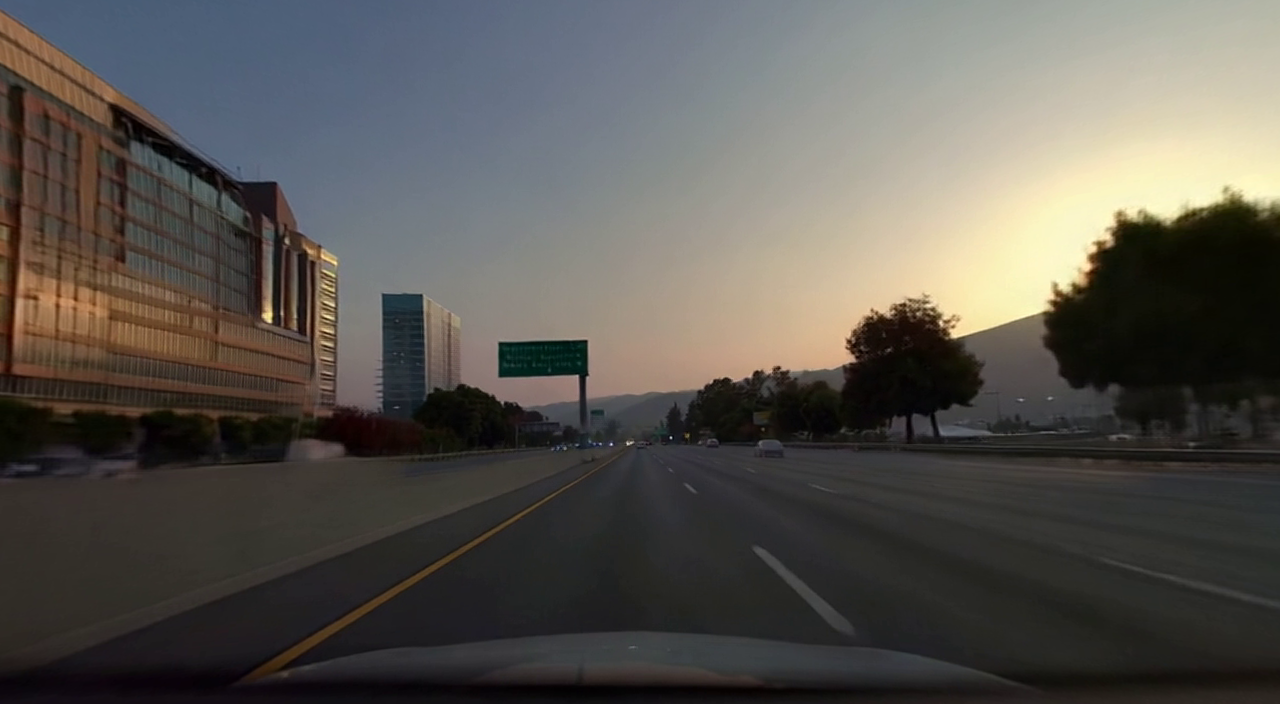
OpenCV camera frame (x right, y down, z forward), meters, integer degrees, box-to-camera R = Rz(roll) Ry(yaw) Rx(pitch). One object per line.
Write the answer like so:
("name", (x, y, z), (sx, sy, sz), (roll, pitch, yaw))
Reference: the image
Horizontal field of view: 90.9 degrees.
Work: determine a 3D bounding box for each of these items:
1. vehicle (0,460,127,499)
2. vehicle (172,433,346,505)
("vehicle", (-26.182, 5.678, 28.522), (1.959, 1.476, 4.795), (0, -8, -1))
("vehicle", (-11.458, 3.536, 19.548), (2.171, 1.915, 5.048), (0, -8, 0))
